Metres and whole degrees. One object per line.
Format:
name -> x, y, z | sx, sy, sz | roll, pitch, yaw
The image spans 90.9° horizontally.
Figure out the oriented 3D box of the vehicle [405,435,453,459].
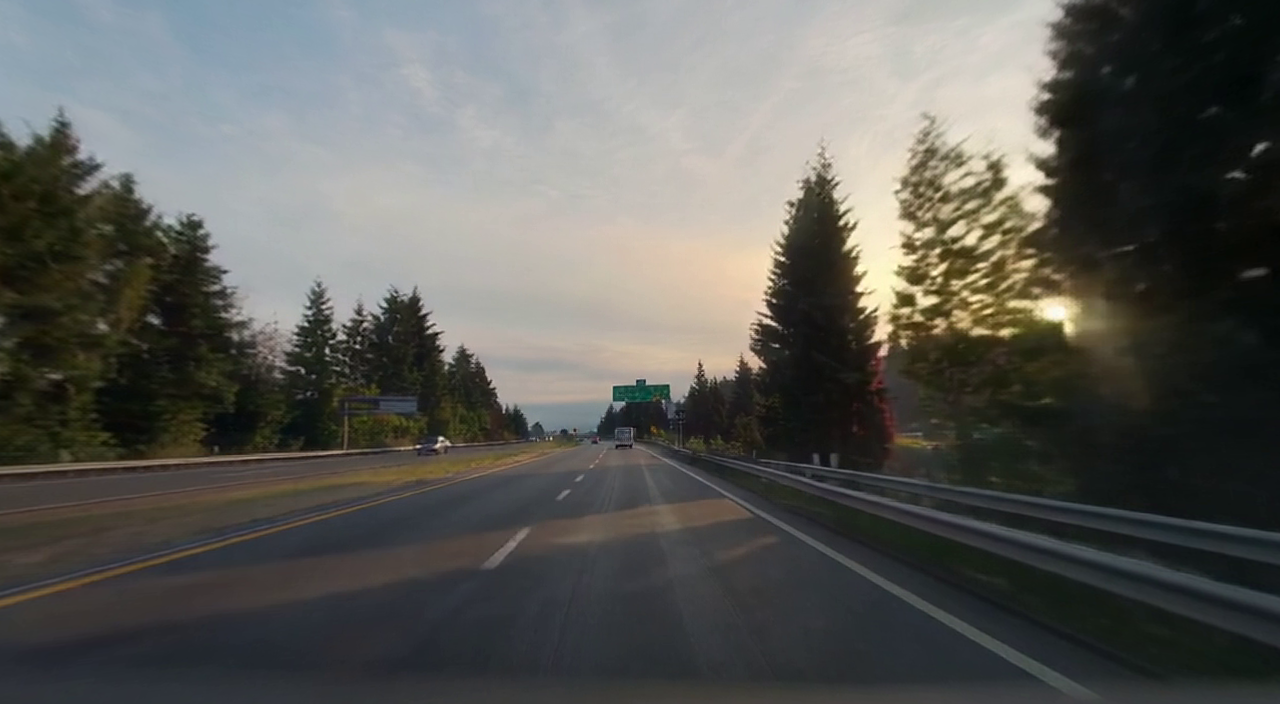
vehicle -> -13.437, 6.020, 40.352 | 1.853, 1.436, 3.706 | 1, -8, -1
